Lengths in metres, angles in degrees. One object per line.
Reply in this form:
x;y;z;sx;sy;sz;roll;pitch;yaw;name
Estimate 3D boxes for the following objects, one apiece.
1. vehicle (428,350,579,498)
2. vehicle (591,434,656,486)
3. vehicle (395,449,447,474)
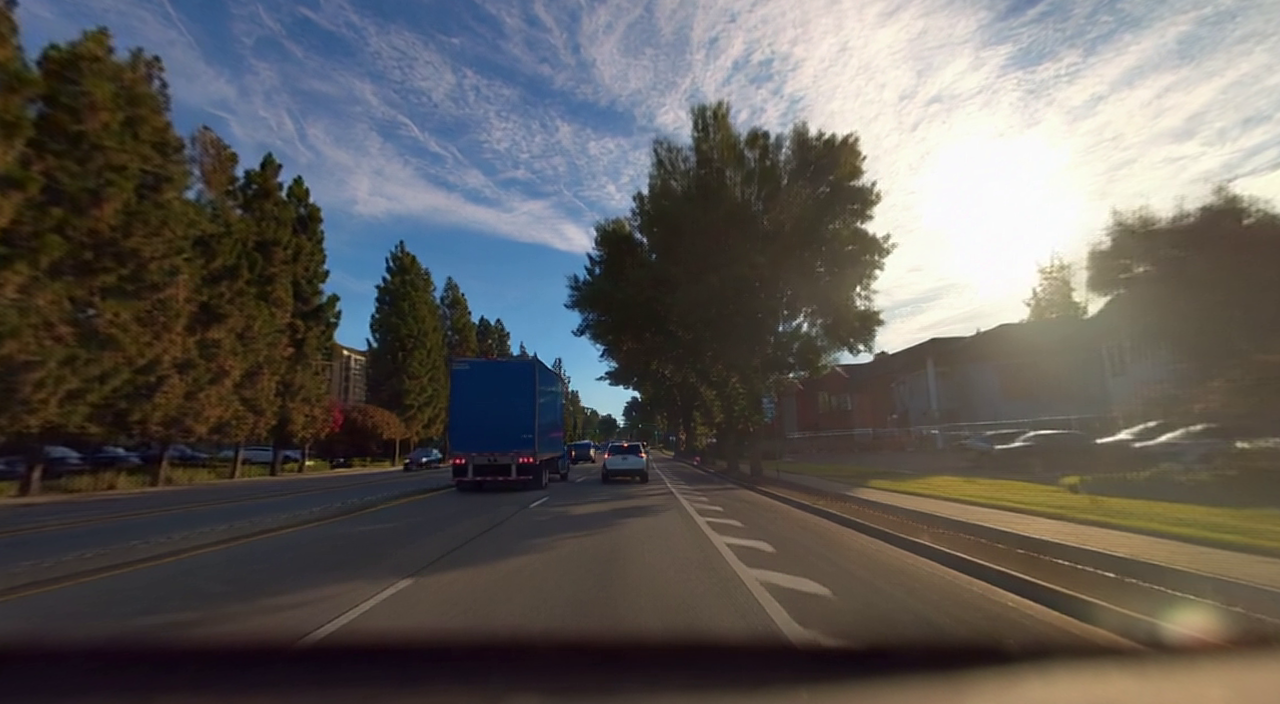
-4.084;2.638;21.902;2.996;3.902;10.410;0;-9;-1;vehicle
-0.558;3.829;22.624;2.094;1.682;3.866;0;-9;-1;vehicle
-14.729;7.385;42.759;1.993;1.568;4.645;0;-10;-2;vehicle
